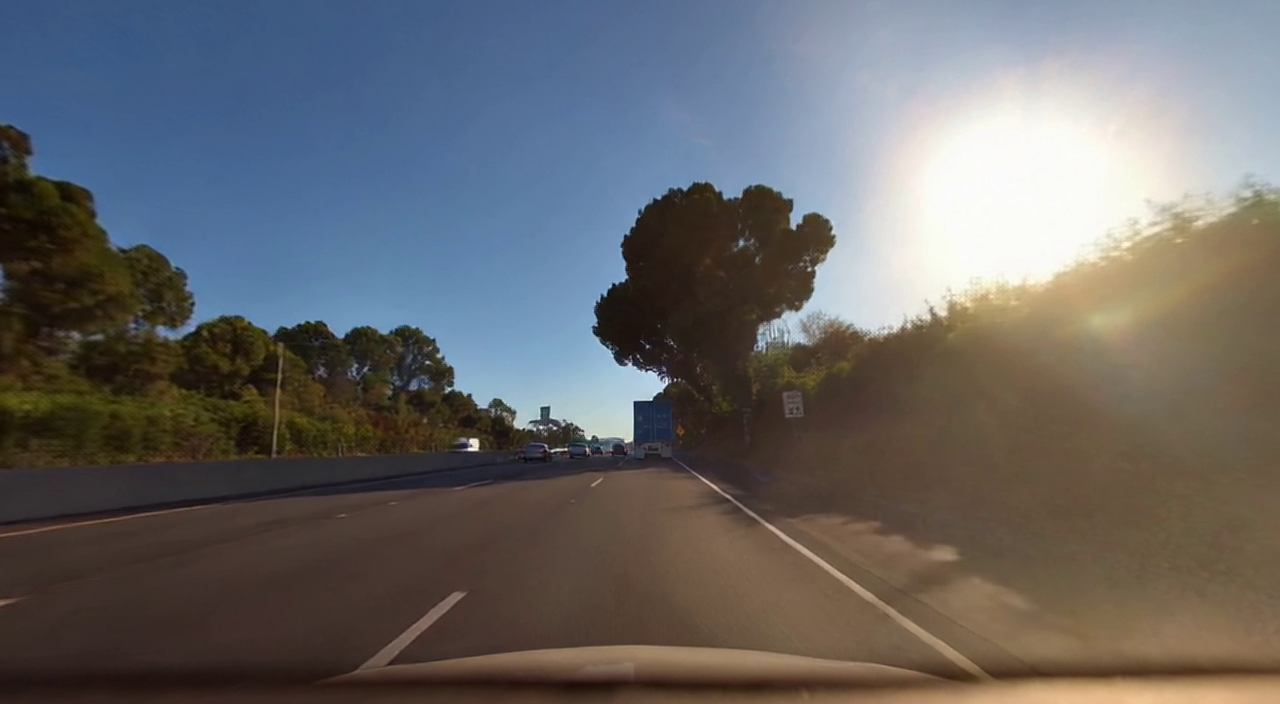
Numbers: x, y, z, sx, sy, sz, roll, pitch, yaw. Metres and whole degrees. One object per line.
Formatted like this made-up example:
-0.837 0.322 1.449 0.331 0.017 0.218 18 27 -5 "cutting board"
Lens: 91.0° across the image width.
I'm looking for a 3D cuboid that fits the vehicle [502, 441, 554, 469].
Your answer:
-6.343 5.889 36.268 2.017 1.517 4.766 0 -8 1 "vehicle"
